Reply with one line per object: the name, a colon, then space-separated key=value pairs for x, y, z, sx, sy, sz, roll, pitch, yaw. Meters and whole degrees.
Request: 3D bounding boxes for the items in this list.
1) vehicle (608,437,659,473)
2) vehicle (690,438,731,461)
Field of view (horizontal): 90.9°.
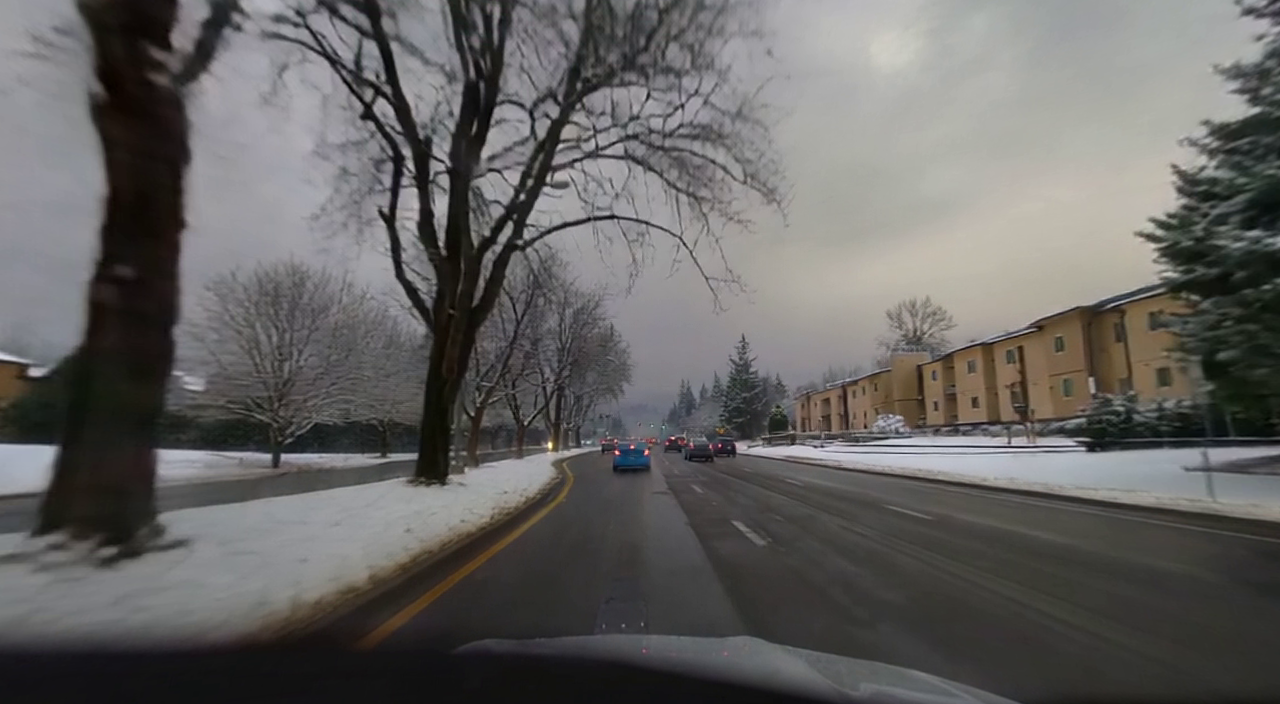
vehicle: x=-0.266 y=4.532 z=27.973 sx=2.102 sy=1.481 sz=3.907 roll=0 pitch=-8 yaw=0
vehicle: x=4.779 y=6.689 z=43.395 sx=2.067 sy=1.514 sz=4.188 roll=0 pitch=-8 yaw=-4
